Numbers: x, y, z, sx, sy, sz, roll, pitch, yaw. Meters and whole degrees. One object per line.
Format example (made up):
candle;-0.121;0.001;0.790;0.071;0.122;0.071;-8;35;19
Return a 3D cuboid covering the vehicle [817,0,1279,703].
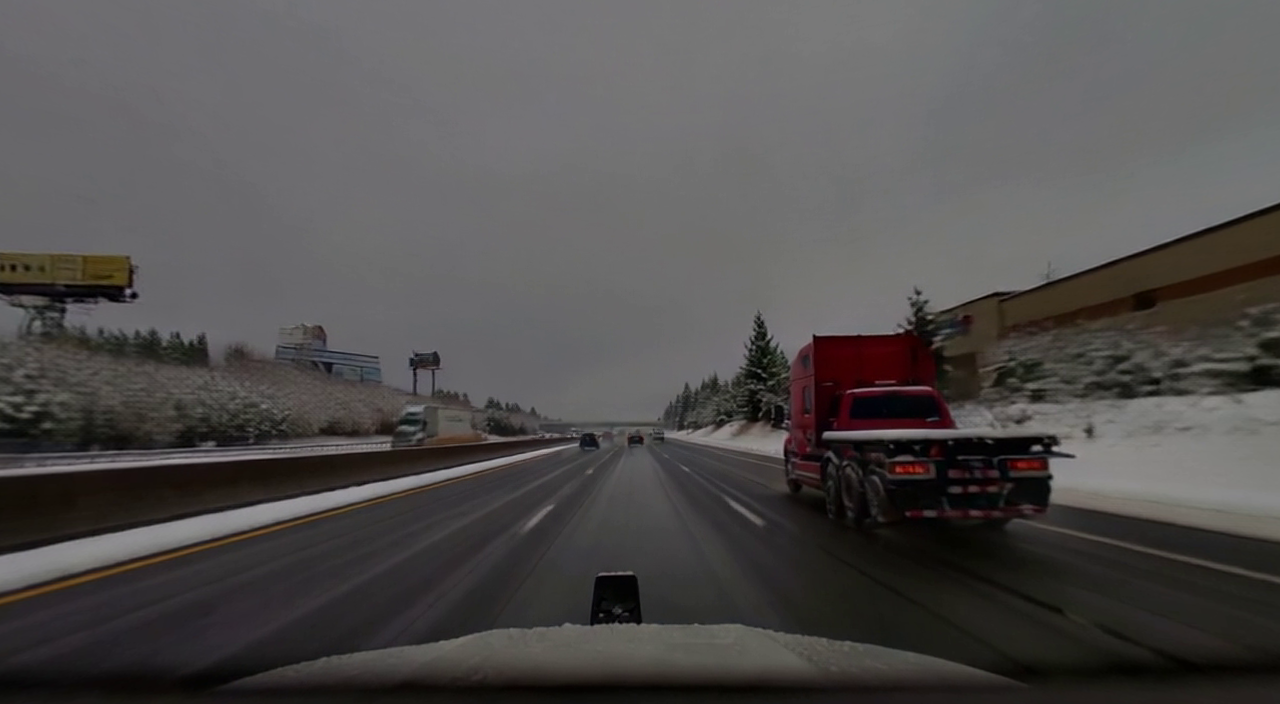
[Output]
vehicle;3.796;-0.247;2.133;2.871;3.815;11.331;0;-8;-1

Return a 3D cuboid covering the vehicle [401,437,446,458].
vehicle;-15.736;6.944;46.088;1.861;1.460;3.997;0;-8;0

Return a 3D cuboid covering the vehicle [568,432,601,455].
vehicle;-3.739;6.196;42.820;1.930;1.484;3.849;0;-8;-1
